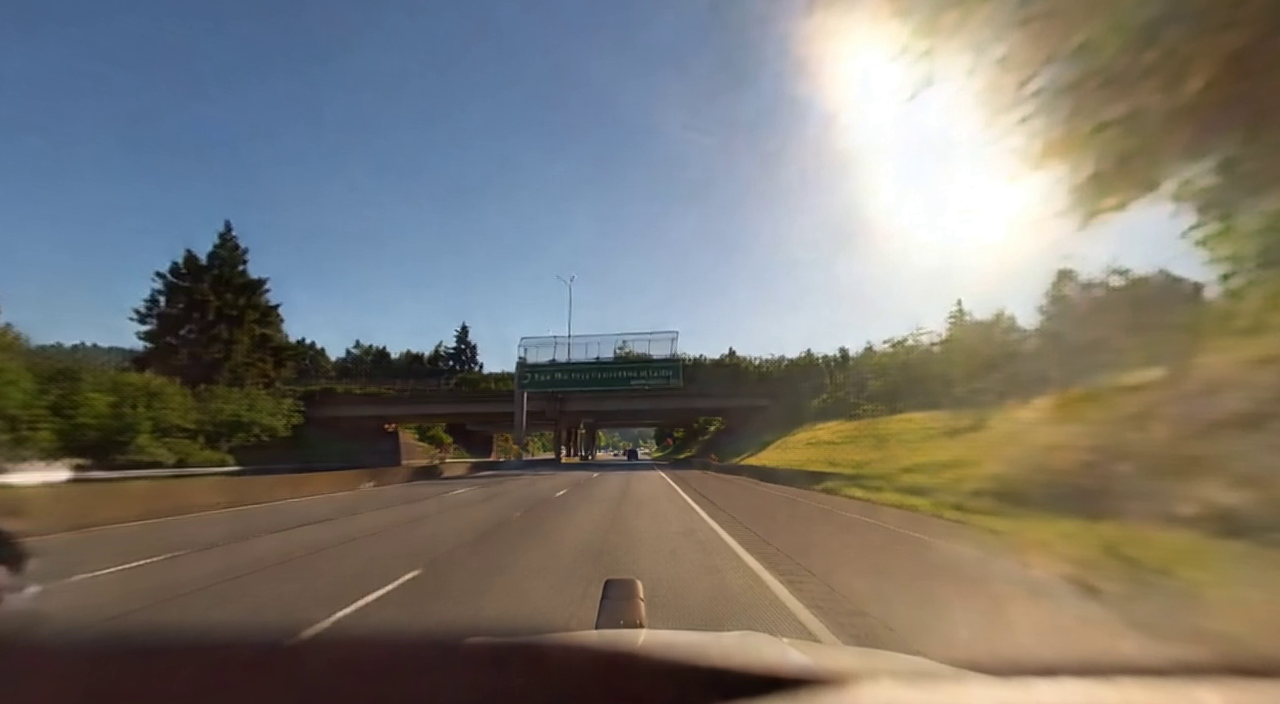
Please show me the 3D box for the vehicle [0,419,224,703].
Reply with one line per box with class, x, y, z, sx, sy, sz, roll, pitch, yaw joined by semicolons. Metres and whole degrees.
vehicle;-4.113;1.013;2.570;1.992;1.504;4.117;0;-9;0
